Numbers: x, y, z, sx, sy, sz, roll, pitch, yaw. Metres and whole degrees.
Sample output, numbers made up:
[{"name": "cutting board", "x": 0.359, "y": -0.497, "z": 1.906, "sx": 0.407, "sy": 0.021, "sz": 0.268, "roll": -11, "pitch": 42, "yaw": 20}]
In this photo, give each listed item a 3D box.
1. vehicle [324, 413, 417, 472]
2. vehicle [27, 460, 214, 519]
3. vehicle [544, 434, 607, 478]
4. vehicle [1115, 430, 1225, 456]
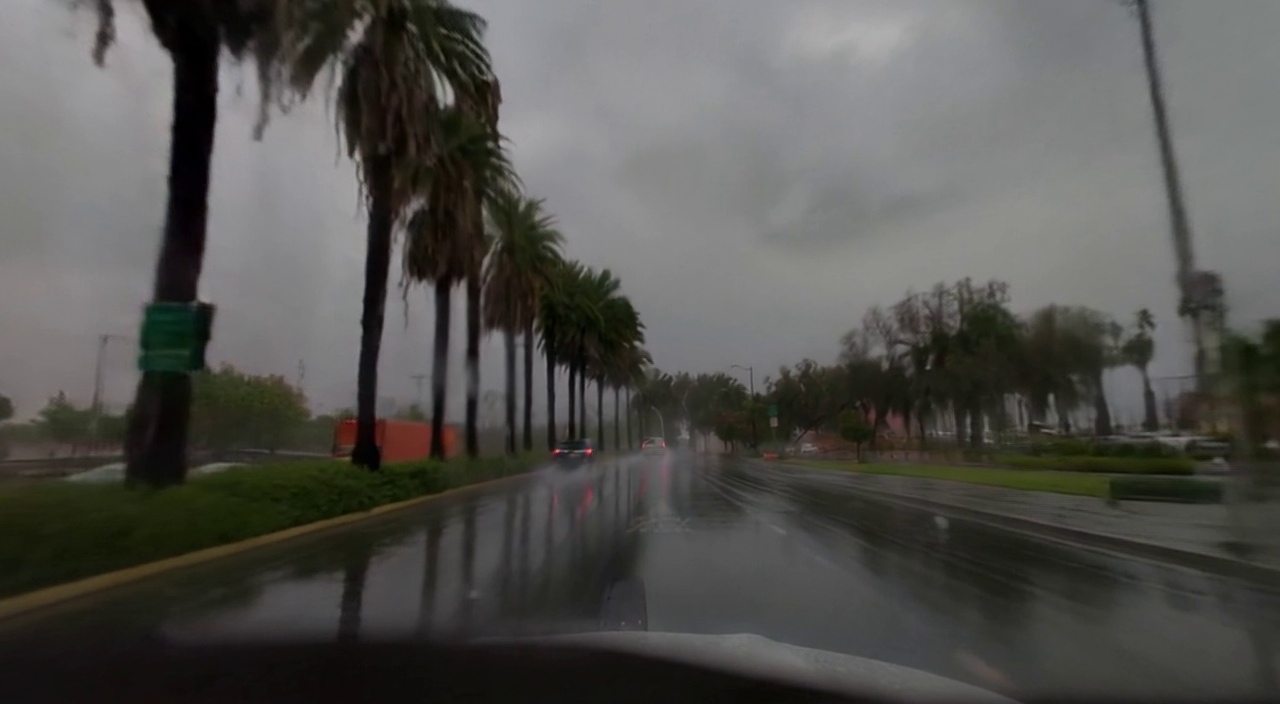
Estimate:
[{"name": "vehicle", "x": -19.908, "y": 6.895, "z": 46.949, "sx": 3.298, "sy": 4.031, "sz": 7.060, "roll": 0, "pitch": -10, "yaw": 3}, {"name": "vehicle", "x": -16.346, "y": 4.309, "z": 20.149, "sx": 2.255, "sy": 1.551, "sz": 4.298, "roll": 0, "pitch": -8, "yaw": 1}, {"name": "vehicle", "x": -2.895, "y": 4.790, "z": 29.206, "sx": 2.188, "sy": 1.819, "sz": 4.667, "roll": -1, "pitch": -8, "yaw": 3}, {"name": "vehicle", "x": 32.375, "y": 5.577, "z": 38.518, "sx": 4.637, "sy": 1.545, "sz": 1.925, "roll": -3, "pitch": -9, "yaw": 19}]
